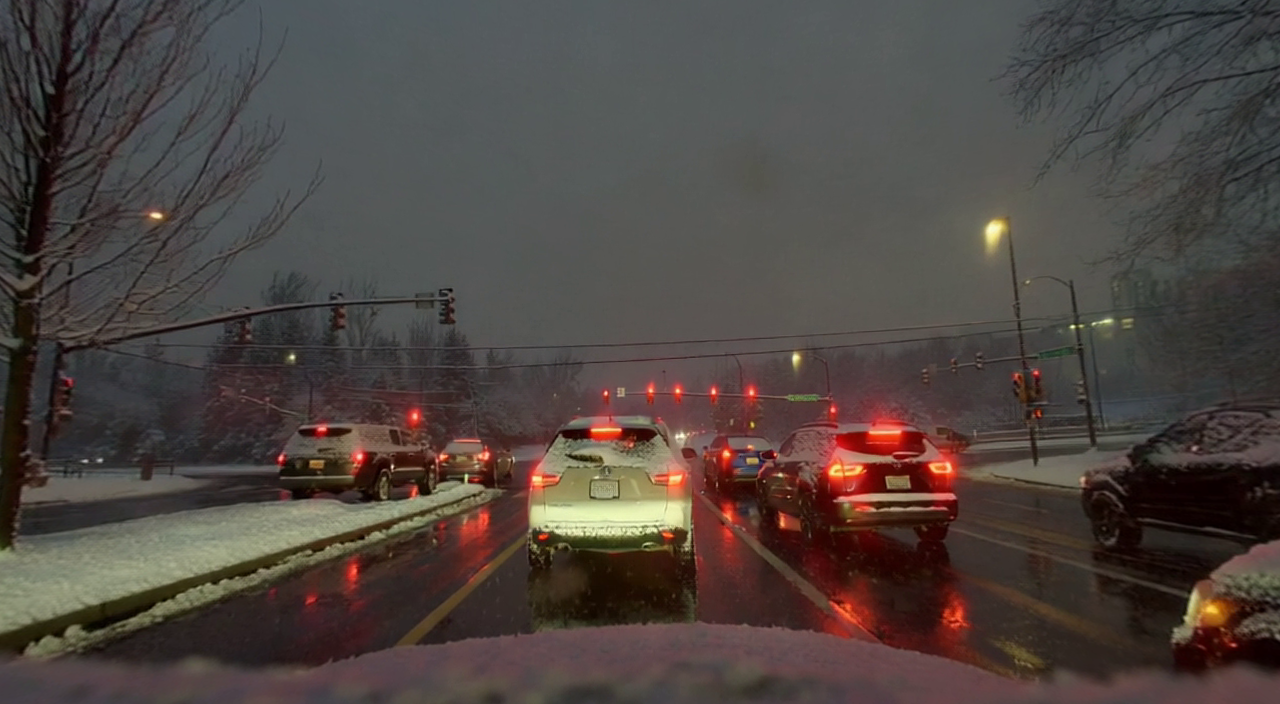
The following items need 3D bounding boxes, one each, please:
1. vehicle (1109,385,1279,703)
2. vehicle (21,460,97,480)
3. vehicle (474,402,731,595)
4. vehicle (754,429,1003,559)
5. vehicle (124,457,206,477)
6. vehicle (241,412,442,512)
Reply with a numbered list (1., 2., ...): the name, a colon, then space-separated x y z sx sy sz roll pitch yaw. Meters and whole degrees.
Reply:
1. vehicle: 3.307 0.674 0.850 1.980 1.515 4.362 0 -8 1
2. vehicle: -45.691 9.271 49.394 4.232 1.498 1.791 0 -9 1
3. vehicle: -0.320 1.593 7.639 2.256 1.694 4.055 0 -8 0
4. vehicle: 3.153 1.973 9.511 1.971 1.473 4.495 0 -8 0
5. vehicle: -37.347 9.055 49.468 4.914 1.487 1.850 0 -8 0
6. vehicle: -6.721 2.557 15.005 2.214 1.953 5.017 0 -8 1
